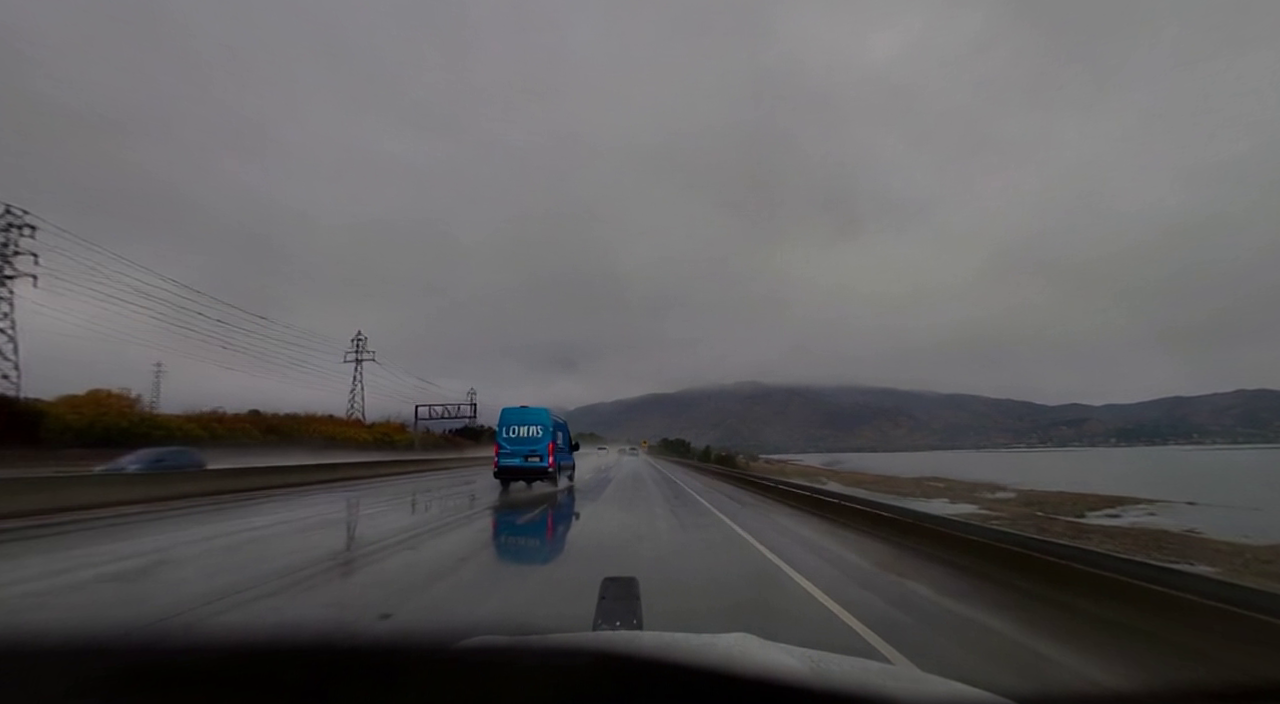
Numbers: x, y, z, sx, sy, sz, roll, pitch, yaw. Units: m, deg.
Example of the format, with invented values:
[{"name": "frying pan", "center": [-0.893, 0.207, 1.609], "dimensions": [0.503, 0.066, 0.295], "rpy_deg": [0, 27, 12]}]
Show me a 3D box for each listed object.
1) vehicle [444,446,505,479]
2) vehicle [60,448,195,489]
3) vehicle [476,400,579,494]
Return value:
[{"name": "vehicle", "center": [-7.764, 5.204, 29.991], "dimensions": [1.822, 1.448, 3.873], "rpy_deg": [0, -8, 0]}, {"name": "vehicle", "center": [-21.049, 4.763, 26.238], "dimensions": [1.841, 1.541, 4.469], "rpy_deg": [0, -8, 0]}, {"name": "vehicle", "center": [-3.640, 3.298, 22.018], "dimensions": [2.331, 2.757, 6.581], "rpy_deg": [0, -8, 0]}]
